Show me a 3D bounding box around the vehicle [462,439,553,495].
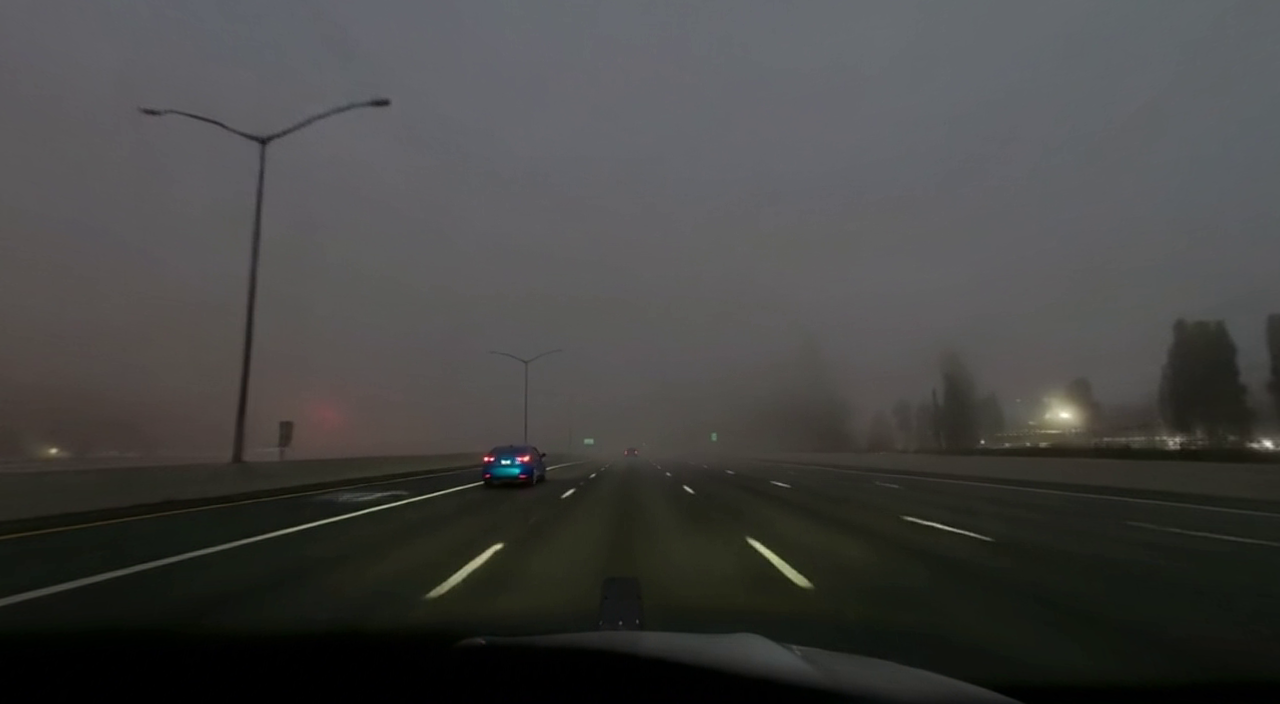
[{"bbox_3d":[-3.959,3.511,19.700,1.900,1.492,4.495,0,-9,0],"label":"vehicle"}]
